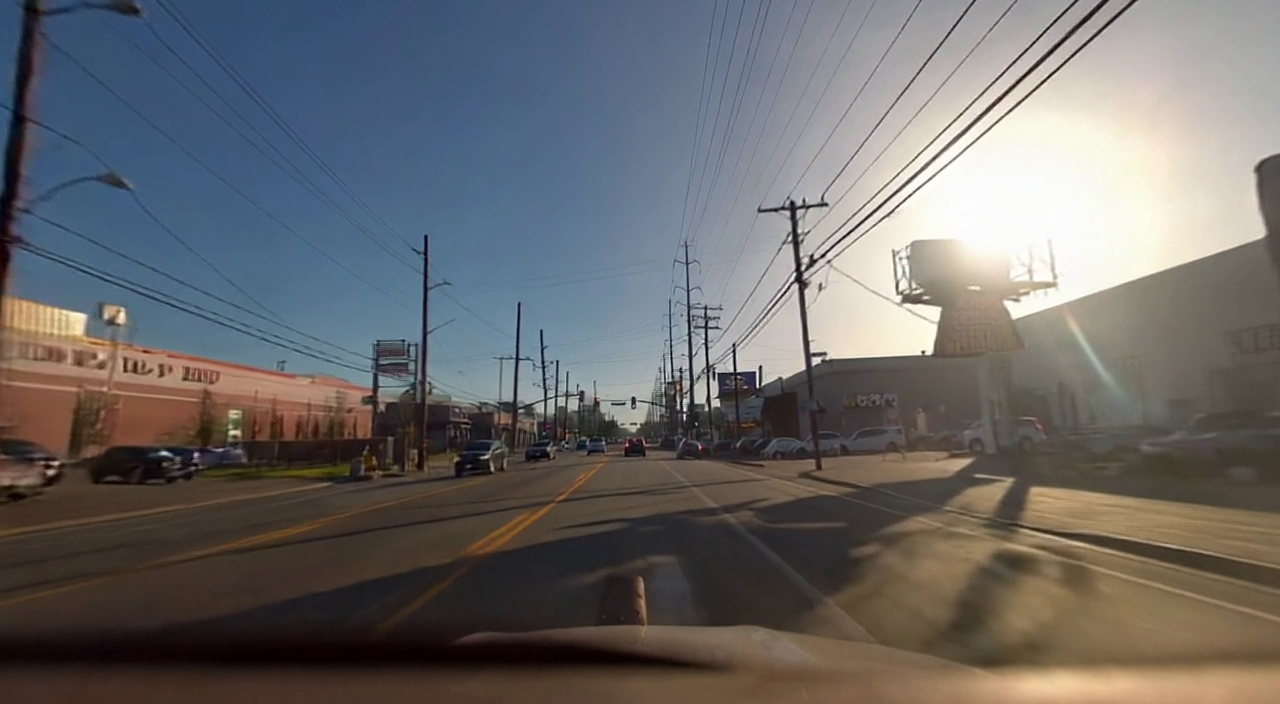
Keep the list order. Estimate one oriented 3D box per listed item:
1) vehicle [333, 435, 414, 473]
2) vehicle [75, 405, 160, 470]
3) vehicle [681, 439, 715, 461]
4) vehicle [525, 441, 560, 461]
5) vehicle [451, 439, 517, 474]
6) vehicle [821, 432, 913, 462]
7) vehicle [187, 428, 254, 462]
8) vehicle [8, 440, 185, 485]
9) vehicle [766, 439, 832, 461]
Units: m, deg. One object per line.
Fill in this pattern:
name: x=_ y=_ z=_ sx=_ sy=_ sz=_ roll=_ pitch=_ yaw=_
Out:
vehicle: x=-13.858 y=5.313 z=33.209 sx=2.044 sy=1.830 sz=4.800 roll=-1 pitch=-8 yaw=2
vehicle: x=-32.207 y=5.284 z=38.955 sx=3.976 sy=3.736 sz=2.624 roll=-6 pitch=-11 yaw=33
vehicle: x=4.019 y=6.913 z=44.562 sx=1.926 sy=1.482 sz=4.442 roll=0 pitch=-8 yaw=-1
vehicle: x=-7.522 y=7.669 z=49.150 sx=2.020 sy=1.479 sz=4.612 roll=0 pitch=-8 yaw=0
vehicle: x=-7.368 y=4.963 z=30.299 sx=1.952 sy=1.536 sz=4.623 roll=0 pitch=-8 yaw=0
vehicle: x=15.110 y=6.362 z=42.264 sx=5.307 sy=1.877 sz=2.052 roll=0 pitch=-8 yaw=-1
vehicle: x=-33.019 y=7.345 z=49.804 sx=3.915 sy=2.641 sz=1.656 roll=1 pitch=-9 yaw=-3
vehicle: x=-19.409 y=3.949 z=22.710 sx=4.667 sy=1.539 sz=1.976 roll=-1 pitch=-9 yaw=4
vehicle: x=11.341 y=7.002 z=45.212 sx=4.238 sy=1.464 sz=1.862 roll=0 pitch=-8 yaw=2
